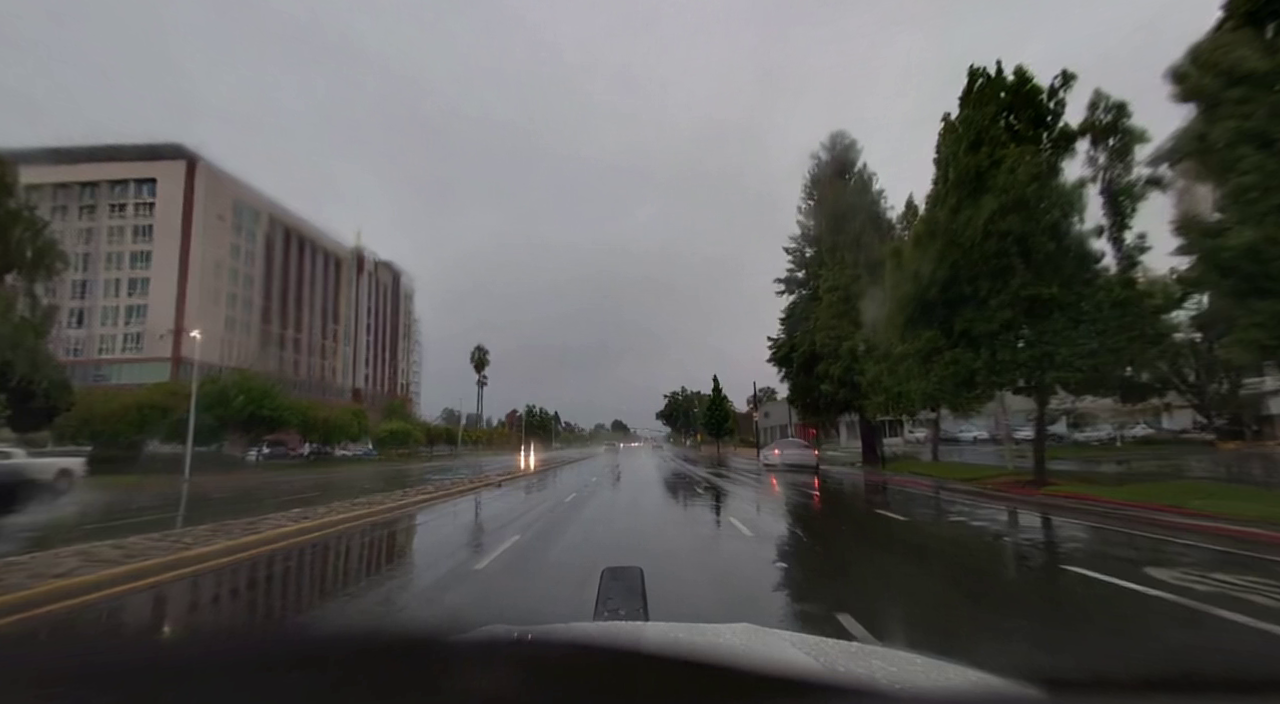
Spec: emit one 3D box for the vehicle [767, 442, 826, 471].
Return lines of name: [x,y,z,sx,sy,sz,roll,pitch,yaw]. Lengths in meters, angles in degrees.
vehicle: [10.129,6.675,40.445,2.129,1.696,5.061,-5,-10,32]
